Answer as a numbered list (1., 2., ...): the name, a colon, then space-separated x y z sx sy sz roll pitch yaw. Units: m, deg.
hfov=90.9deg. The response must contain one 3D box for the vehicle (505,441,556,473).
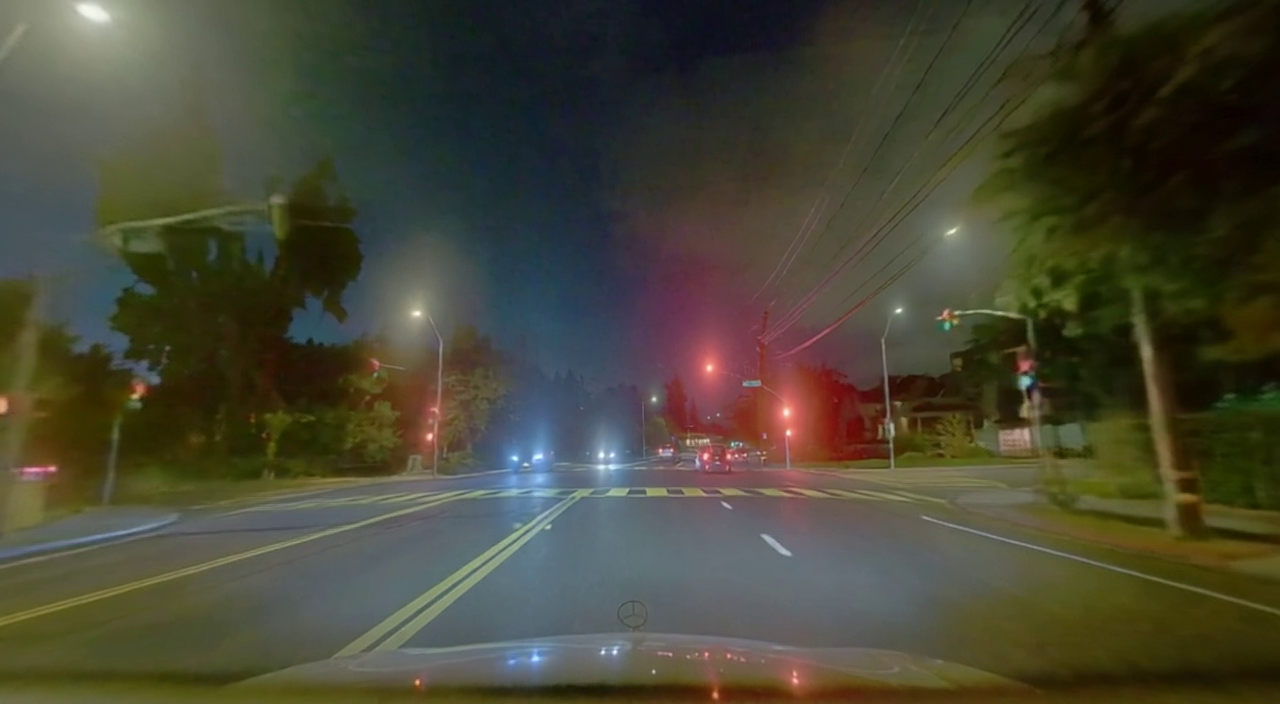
1. vehicle: -6.269 6.040 36.598 1.959 1.741 4.393 -1 -8 2

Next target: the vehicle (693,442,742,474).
1. vehicle: 3.842 5.314 31.912 1.951 1.479 4.487 0 -8 0
